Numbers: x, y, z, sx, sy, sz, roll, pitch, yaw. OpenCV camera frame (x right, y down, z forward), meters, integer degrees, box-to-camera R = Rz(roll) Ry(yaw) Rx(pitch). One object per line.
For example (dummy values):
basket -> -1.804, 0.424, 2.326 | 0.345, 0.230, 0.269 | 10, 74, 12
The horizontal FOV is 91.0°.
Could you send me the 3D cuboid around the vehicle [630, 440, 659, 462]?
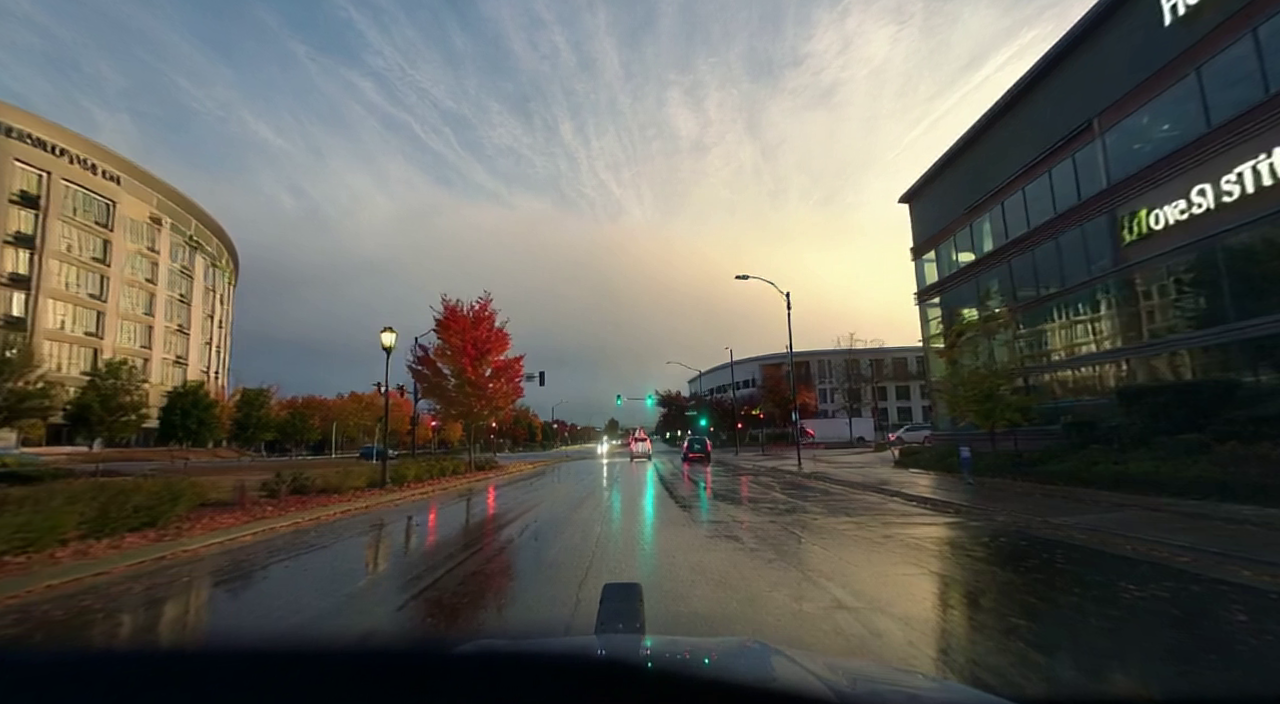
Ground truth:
vehicle -> 0.325, 7.467, 47.583 | 2.014, 1.525, 4.197 | 0, -9, -2
